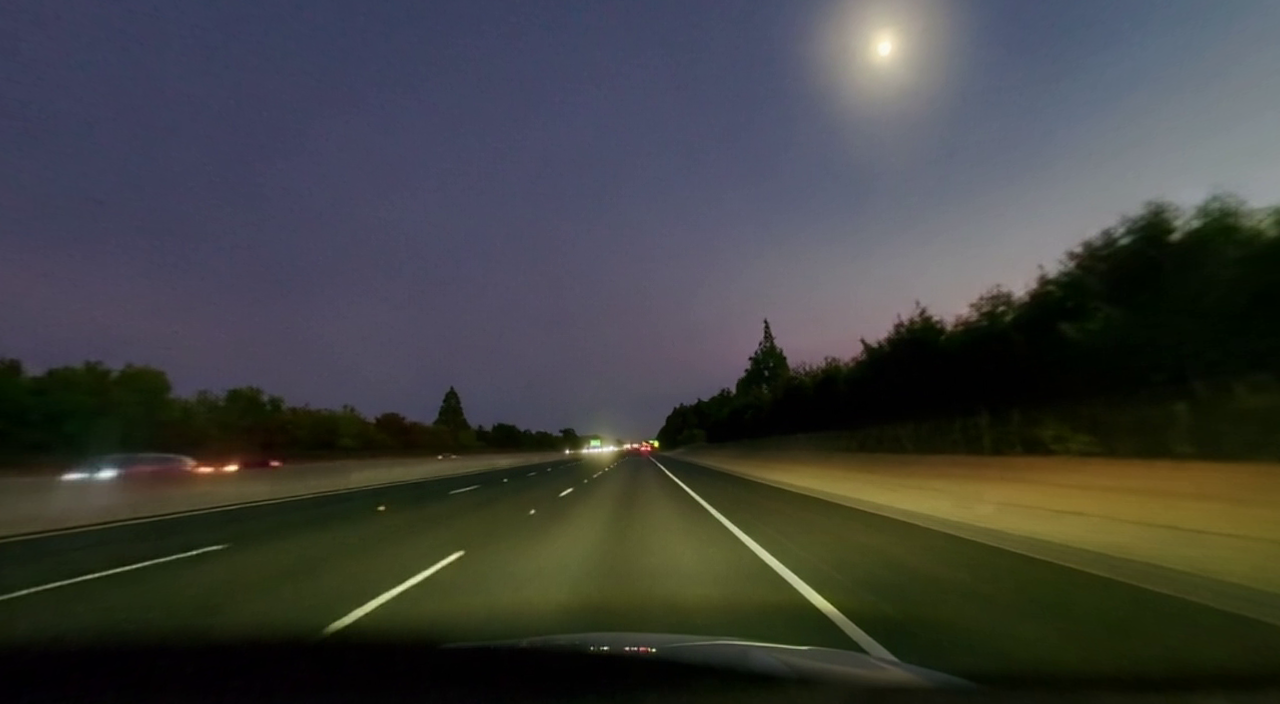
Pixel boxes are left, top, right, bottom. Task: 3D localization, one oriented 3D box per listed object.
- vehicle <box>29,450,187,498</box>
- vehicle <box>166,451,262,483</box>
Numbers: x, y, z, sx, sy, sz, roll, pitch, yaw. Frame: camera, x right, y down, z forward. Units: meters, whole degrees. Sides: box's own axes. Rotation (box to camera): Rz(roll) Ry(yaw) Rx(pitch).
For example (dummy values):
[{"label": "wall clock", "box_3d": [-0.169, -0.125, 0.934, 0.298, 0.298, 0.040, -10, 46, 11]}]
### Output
[{"label": "vehicle", "box_3d": [-21.097, 4.816, 25.388, 2.098, 1.729, 4.844, 0, -9, 0]}, {"label": "vehicle", "box_3d": [-21.094, 5.684, 31.483, 1.787, 1.437, 4.161, -1, -9, 1]}]
